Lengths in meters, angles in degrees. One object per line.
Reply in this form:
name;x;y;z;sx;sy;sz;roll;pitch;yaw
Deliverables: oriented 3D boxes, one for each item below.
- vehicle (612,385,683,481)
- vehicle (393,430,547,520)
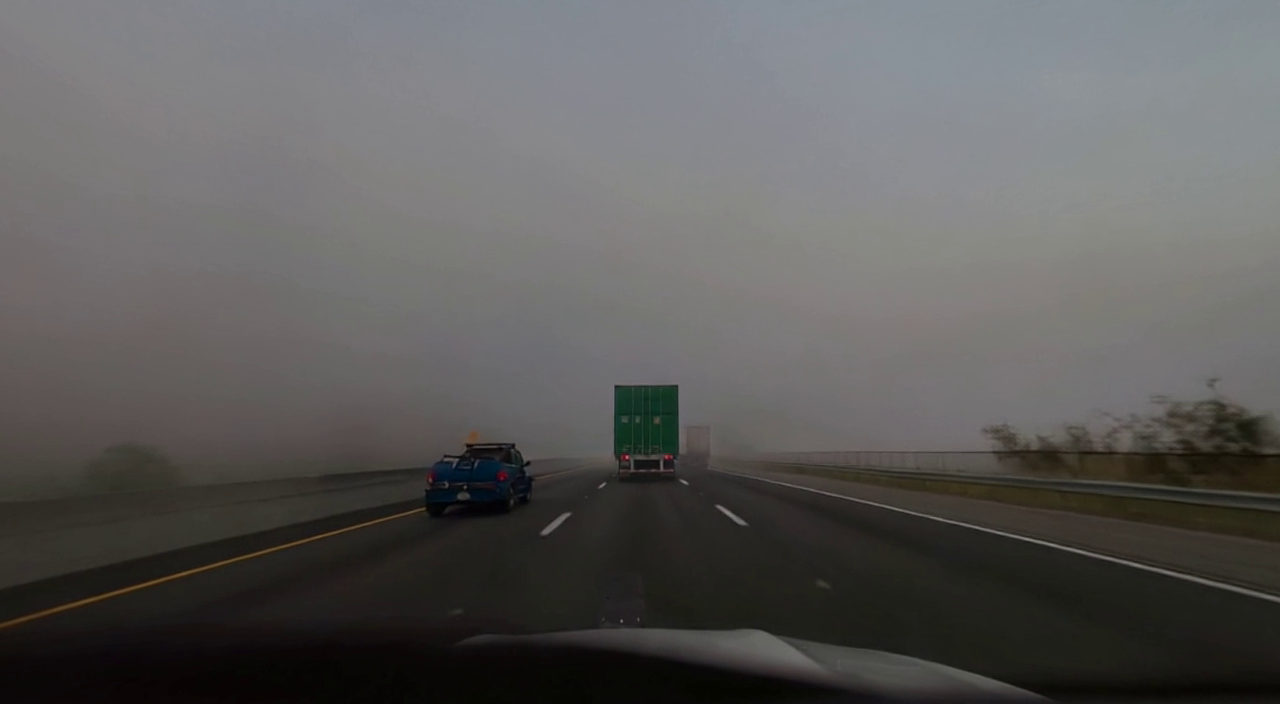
vehicle;0.329;4.257;32.126;2.932;4.042;11.054;0;-9;0
vehicle;-3.530;2.662;14.129;2.173;1.657;4.401;0;-9;1
